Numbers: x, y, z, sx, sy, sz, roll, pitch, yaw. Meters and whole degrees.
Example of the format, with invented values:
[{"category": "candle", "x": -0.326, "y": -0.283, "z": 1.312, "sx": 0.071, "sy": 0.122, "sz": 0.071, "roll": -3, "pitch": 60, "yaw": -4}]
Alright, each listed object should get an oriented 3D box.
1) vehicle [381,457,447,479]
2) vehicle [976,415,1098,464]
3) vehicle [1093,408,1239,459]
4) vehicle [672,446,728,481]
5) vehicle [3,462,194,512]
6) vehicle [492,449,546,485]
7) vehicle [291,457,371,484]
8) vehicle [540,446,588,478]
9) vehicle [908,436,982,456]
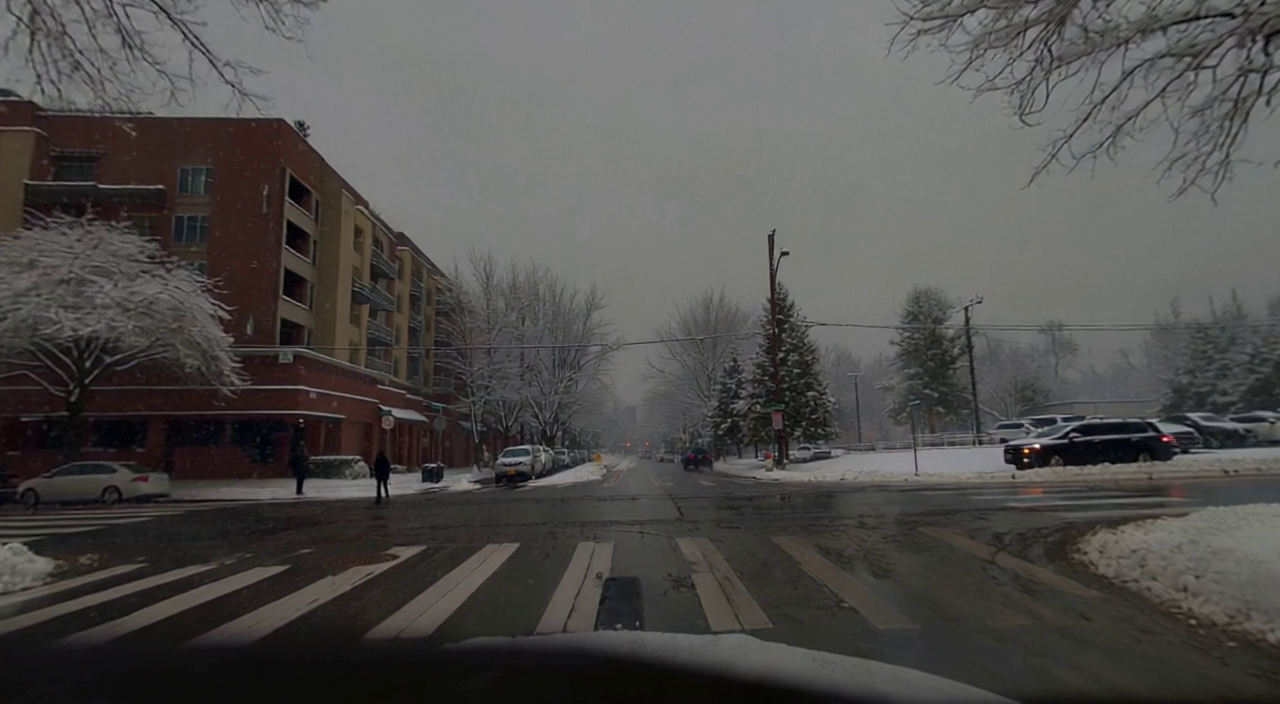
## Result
[{"category": "vehicle", "x": -16.907, "y": 8.662, "z": 47.371, "sx": 4.203, "sy": 1.544, "sz": 1.889, "roll": 0, "pitch": -8, "yaw": 2}, {"category": "vehicle", "x": 16.743, "y": 3.791, "z": 26.996, "sx": 2.041, "sy": 1.921, "sz": 4.574, "roll": 0, "pitch": -9, "yaw": -2}, {"category": "vehicle", "x": 22.304, "y": 3.533, "z": 27.143, "sx": 2.137, "sy": 1.962, "sz": 4.988, "roll": -1, "pitch": -8, "yaw": 3}, {"category": "vehicle", "x": 3.281, "y": 5.895, "z": 33.693, "sx": 1.942, "sy": 1.603, "sz": 3.785, "roll": 1, "pitch": -7, "yaw": 22}, {"category": "vehicle", "x": -17.316, "y": 4.316, "z": 20.373, "sx": 4.439, "sy": 1.448, "sz": 1.793, "roll": 0, "pitch": -9, "yaw": 0}, {"category": "vehicle", "x": -7.616, "y": 7.250, "z": 40.251, "sx": 2.193, "sy": 1.814, "sz": 5.061, "roll": -9, "pitch": -8, "yaw": 0}, {"category": "vehicle", "x": -23.174, "y": 8.886, "z": 47.473, "sx": 4.844, "sy": 1.836, "sz": 2.117, "roll": -1, "pitch": -8, "yaw": 4}, {"category": "vehicle", "x": -4.445, "y": 6.548, "z": 37.695, "sx": 2.102, "sy": 1.768, "sz": 4.290, "roll": -1, "pitch": -9, "yaw": 3}, {"category": "vehicle", "x": 23.014, "y": 7.088, "z": 47.770, "sx": 4.528, "sy": 1.475, "sz": 2.070, "roll": 0, "pitch": -8, "yaw": 3}]
